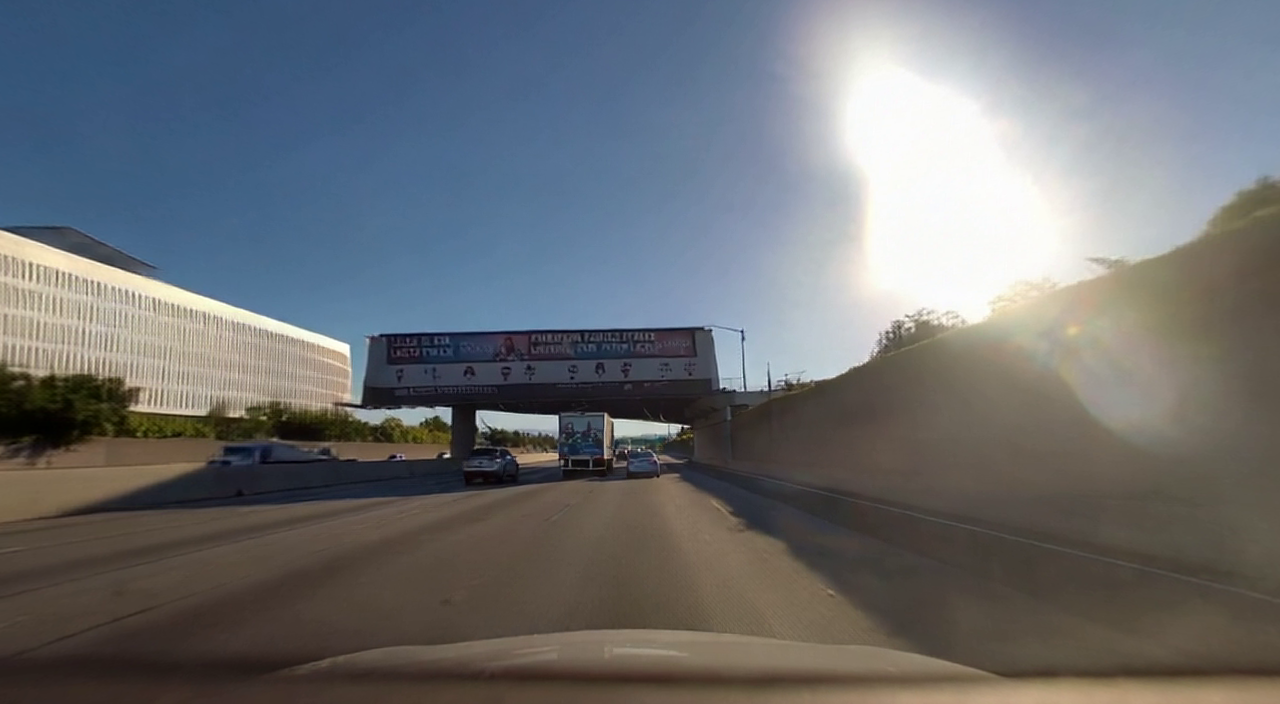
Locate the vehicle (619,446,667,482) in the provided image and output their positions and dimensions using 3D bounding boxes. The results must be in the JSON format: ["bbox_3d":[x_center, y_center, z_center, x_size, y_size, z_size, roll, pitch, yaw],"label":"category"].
[{"bbox_3d":[0.138,5.289,30.097,2.168,1.597,3.615,0,-9,1],"label":"vehicle"}]

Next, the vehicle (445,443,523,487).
[{"bbox_3d":[-6.521,4.775,26.918,2.124,1.674,4.541,0,-9,0],"label":"vehicle"}]

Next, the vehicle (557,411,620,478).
[{"bbox_3d":[-2.781,5.435,36.899,2.794,3.460,8.595,0,-9,1],"label":"vehicle"}]
